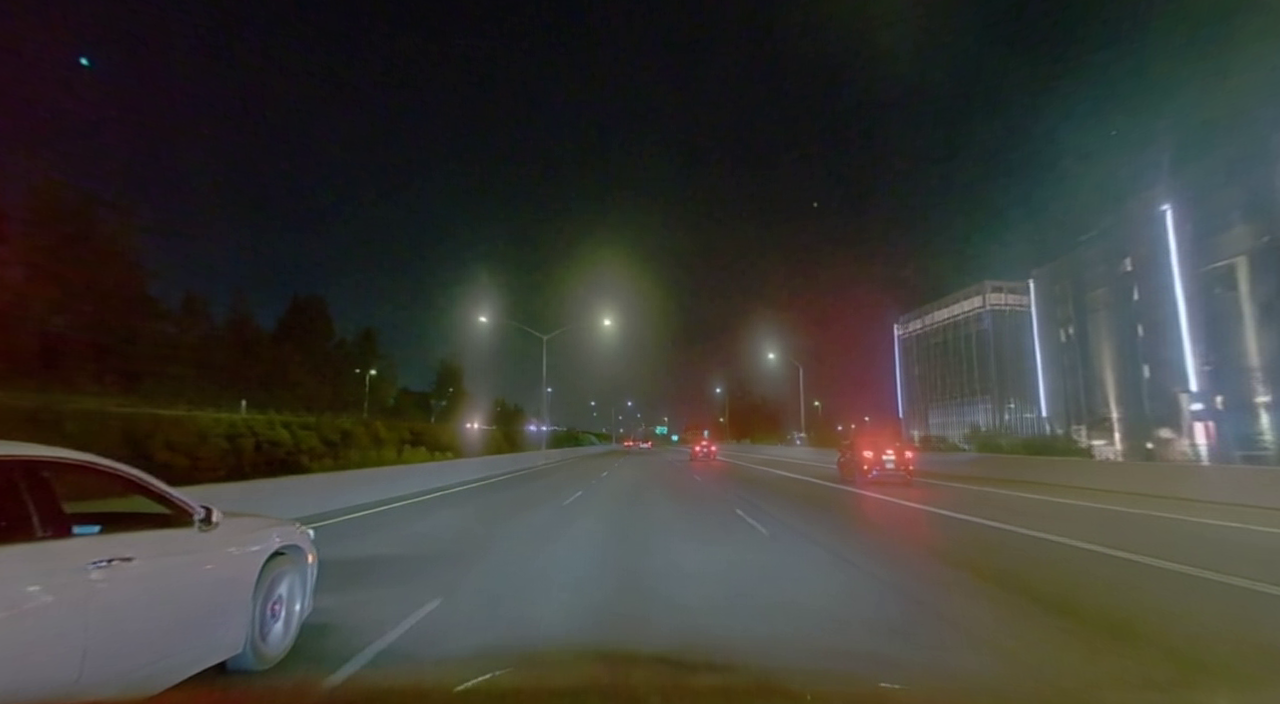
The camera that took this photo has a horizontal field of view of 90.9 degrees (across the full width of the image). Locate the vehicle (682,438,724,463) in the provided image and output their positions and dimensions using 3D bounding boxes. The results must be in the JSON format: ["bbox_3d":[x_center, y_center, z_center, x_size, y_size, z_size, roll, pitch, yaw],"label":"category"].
[{"bbox_3d":[3.838,6.115,39.173,2.069,1.431,4.313,0,-8,-1],"label":"vehicle"}]
